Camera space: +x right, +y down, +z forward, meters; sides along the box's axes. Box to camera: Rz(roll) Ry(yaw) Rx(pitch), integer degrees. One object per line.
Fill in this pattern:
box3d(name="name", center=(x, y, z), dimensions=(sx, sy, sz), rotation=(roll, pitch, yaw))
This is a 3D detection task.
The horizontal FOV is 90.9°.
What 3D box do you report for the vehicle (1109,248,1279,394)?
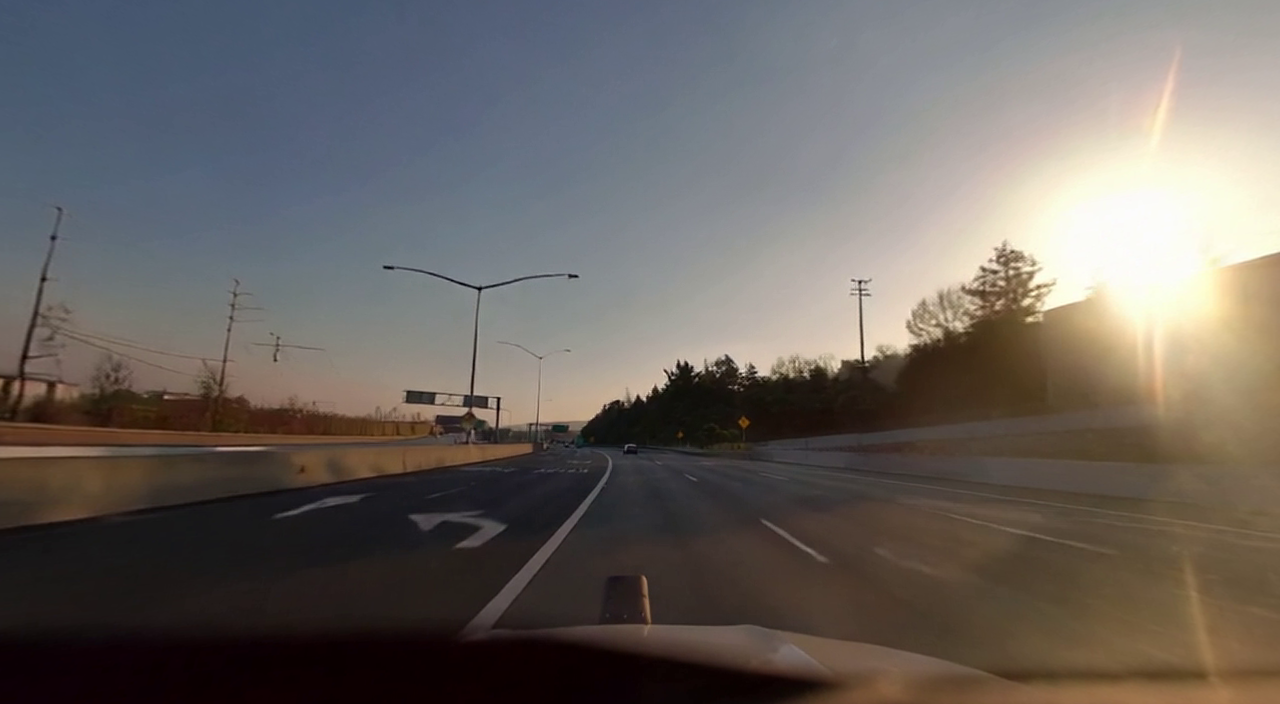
box3d(name="vehicle", center=(24.614, -1.434, 22.408), dimensions=(2.893, 4.671, 14.157), rotation=(4, -9, -11))
